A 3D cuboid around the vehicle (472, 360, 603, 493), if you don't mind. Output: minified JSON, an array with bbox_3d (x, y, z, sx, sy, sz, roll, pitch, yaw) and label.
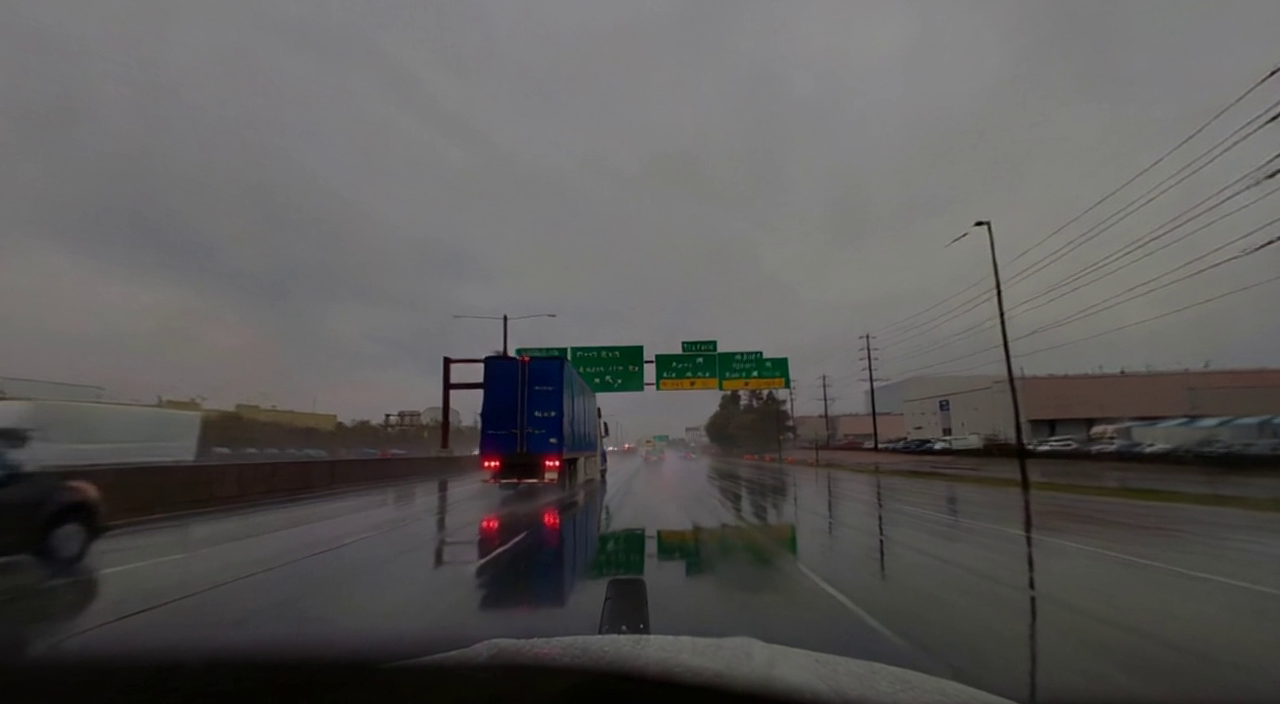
[{"bbox_3d":[-3.790,3.579,28.644,2.888,4.308,16.259,0,-8,1],"label":"vehicle"}]

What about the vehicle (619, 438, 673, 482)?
[{"bbox_3d":[0.258,4.899,29.010,2.279,1.837,4.747,0,-8,0],"label":"vehicle"}]
